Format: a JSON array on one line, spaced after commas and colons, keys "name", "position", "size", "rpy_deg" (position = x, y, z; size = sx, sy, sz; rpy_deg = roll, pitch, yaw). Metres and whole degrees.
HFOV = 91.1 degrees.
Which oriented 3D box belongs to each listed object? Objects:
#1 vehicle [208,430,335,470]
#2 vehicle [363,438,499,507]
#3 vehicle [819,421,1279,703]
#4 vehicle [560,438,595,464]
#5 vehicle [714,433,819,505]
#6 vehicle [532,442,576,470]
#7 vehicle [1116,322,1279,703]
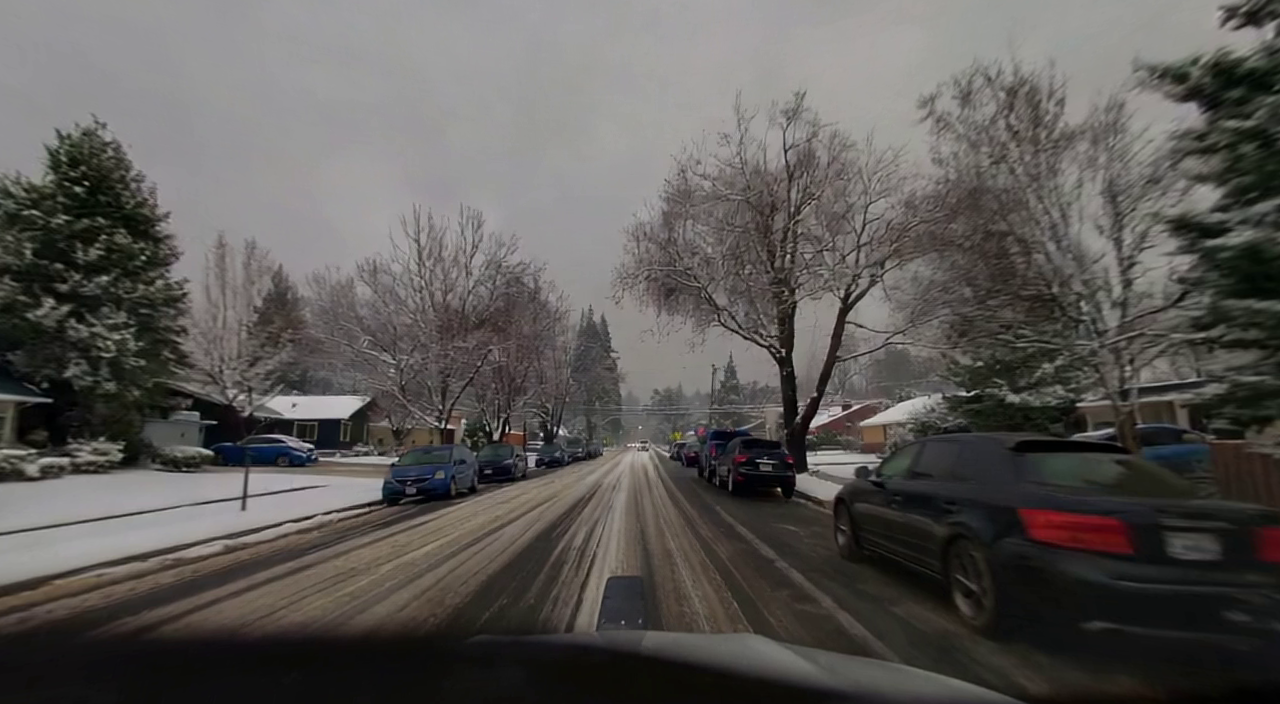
[{"name": "vehicle", "position": [-17.536, 4.690, 30.034], "size": [4.731, 1.817, 2.025], "rpy_deg": [0, -8, 0]}, {"name": "vehicle", "position": [-5.444, 3.183, 17.136], "size": [1.899, 1.538, 4.611], "rpy_deg": [2, -8, 3]}, {"name": "vehicle", "position": [3.167, 1.445, 5.556], "size": [1.877, 1.496, 4.428], "rpy_deg": [0, -8, 0]}, {"name": "vehicle", "position": [-4.818, 7.721, 49.099], "size": [2.162, 1.857, 4.758], "rpy_deg": [2, -8, 0]}, {"name": "vehicle", "position": [3.164, 3.017, 16.719], "size": [1.914, 1.631, 4.558], "rpy_deg": [0, -8, 1]}, {"name": "vehicle", "position": [-5.267, 6.423, 39.048], "size": [1.872, 1.515, 4.535], "rpy_deg": [1, -8, 2]}, {"name": "vehicle", "position": [3.065, 0.530, 0.309], "size": [2.005, 1.745, 4.624], "rpy_deg": [0, -8, 0]}]
